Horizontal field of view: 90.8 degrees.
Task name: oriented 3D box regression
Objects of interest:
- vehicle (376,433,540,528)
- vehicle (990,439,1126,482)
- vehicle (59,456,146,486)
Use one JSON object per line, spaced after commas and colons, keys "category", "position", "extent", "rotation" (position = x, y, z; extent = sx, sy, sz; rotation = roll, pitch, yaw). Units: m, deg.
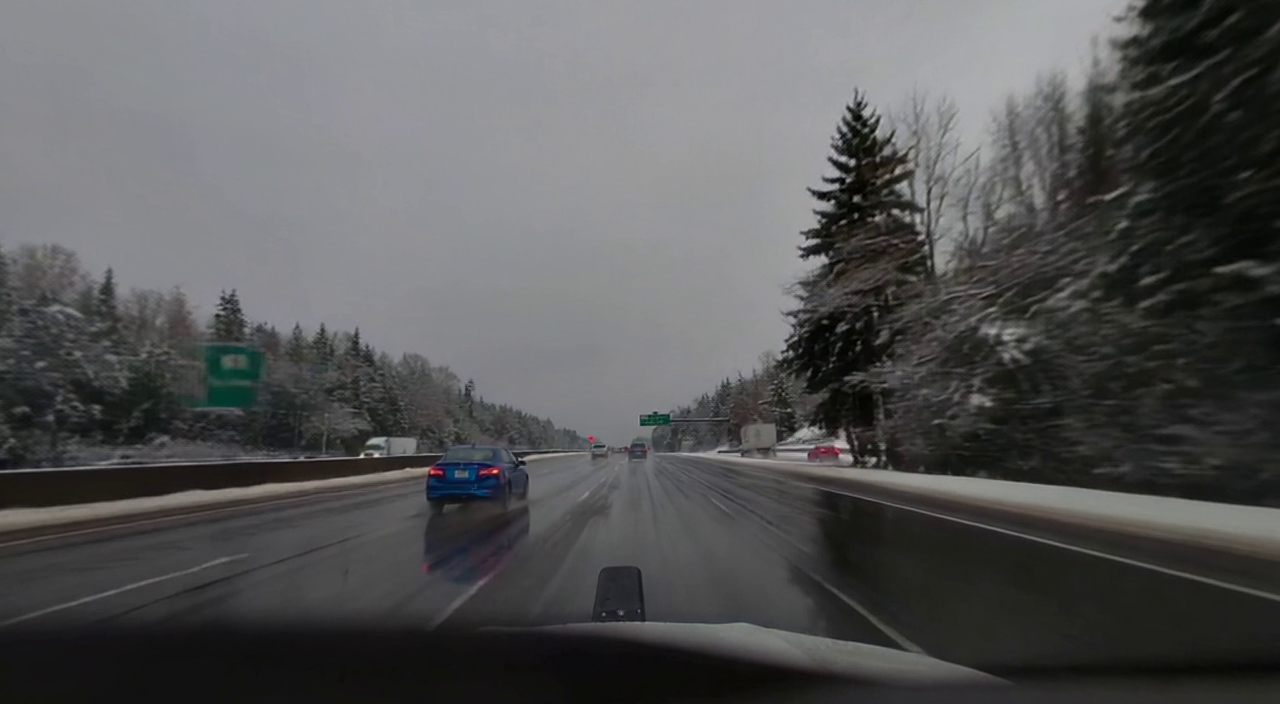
{"category": "vehicle", "position": [-3.366, 2.463, 12.660], "extent": [2.020, 1.554, 4.137], "rotation": [0, -9, 0]}
{"category": "vehicle", "position": [15.792, 4.122, 24.279], "extent": [1.873, 1.463, 4.937], "rotation": [0, -9, 0]}
{"category": "vehicle", "position": [-36.878, 8.155, 43.540], "extent": [2.009, 1.826, 4.800], "rotation": [1, -9, -5]}
